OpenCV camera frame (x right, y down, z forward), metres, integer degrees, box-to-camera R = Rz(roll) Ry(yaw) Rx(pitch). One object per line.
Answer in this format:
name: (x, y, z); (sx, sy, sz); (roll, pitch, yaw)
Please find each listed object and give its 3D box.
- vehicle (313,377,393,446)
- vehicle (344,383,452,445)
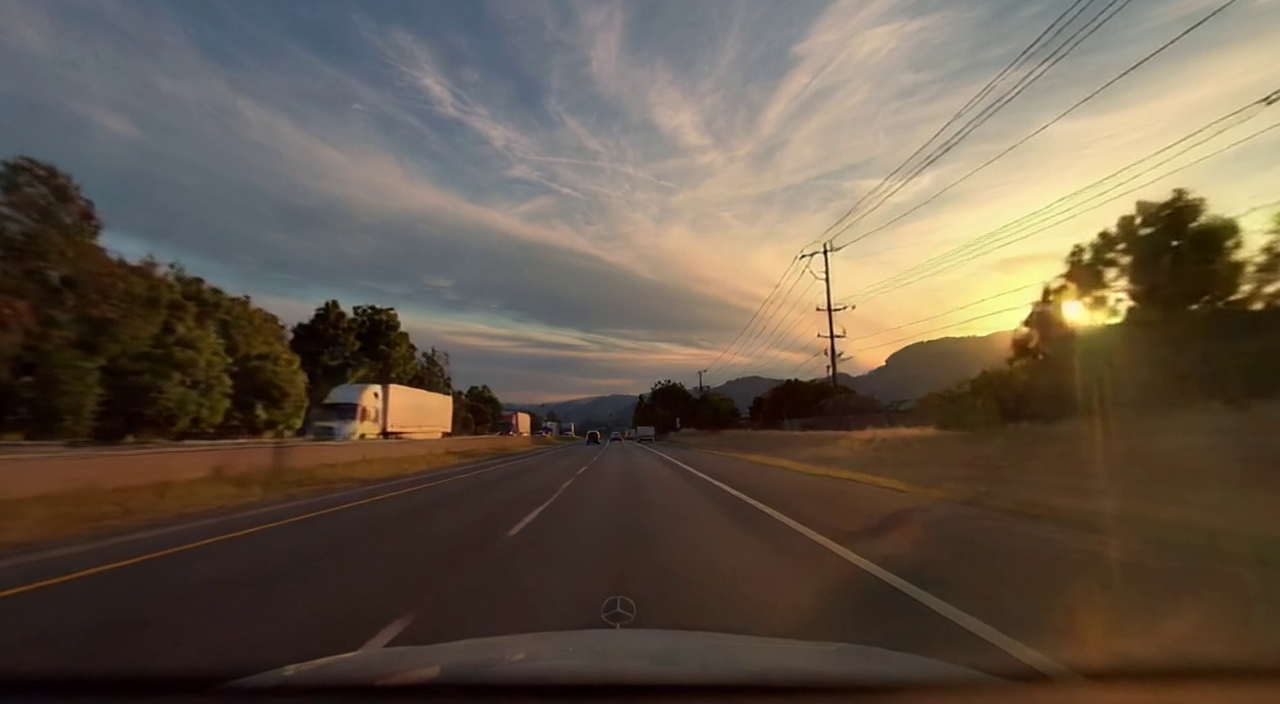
vehicle: (-17.027, 3.617, 37.607); (3.032, 3.927, 3.511); (0, -8, -1)
vehicle: (-17.067, 4.739, 45.897); (2.828, 3.852, 13.292); (0, -8, -1)
